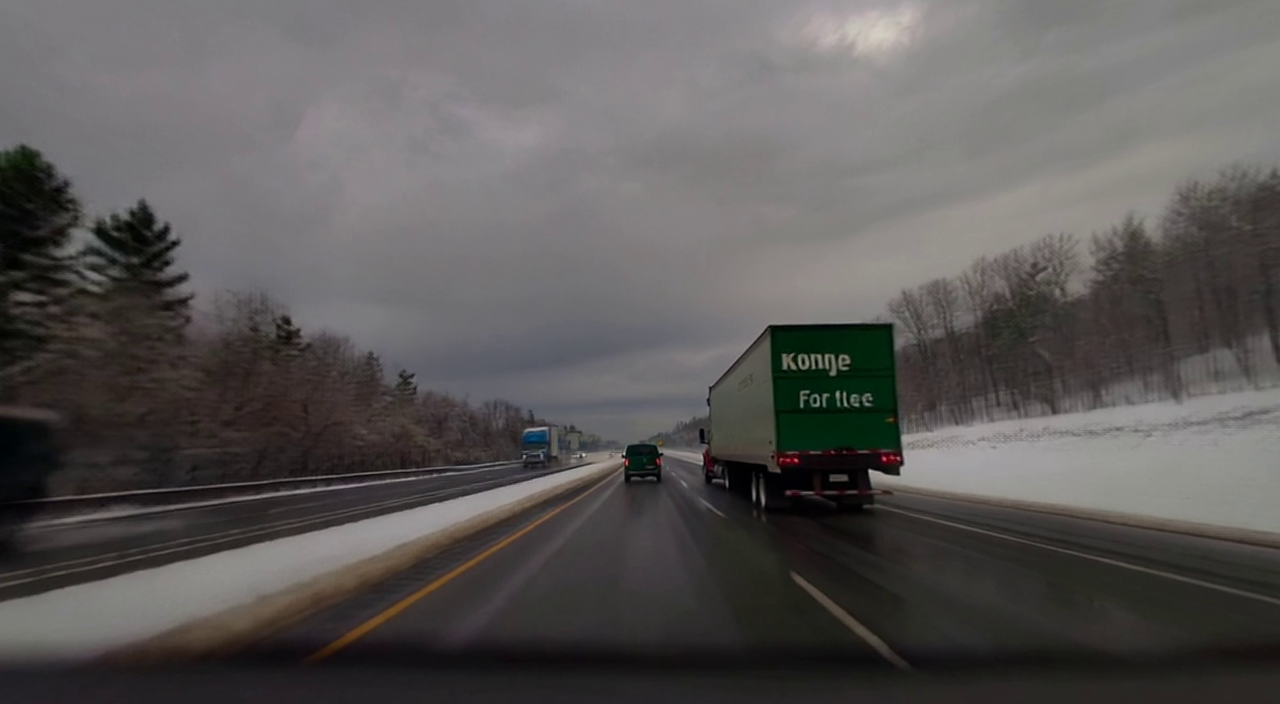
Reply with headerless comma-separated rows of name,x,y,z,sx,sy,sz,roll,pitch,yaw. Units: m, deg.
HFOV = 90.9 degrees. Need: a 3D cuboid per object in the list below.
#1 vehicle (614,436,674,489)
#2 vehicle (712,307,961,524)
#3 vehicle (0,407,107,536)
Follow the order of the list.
vehicle,0.169,4.272,24.554,2.105,1.865,4.102,0,-9,1
vehicle,4.269,2.097,17.864,3.030,3.985,12.707,0,-9,0
vehicle,-13.428,2.263,11.575,2.227,2.465,5.698,-3,-9,1
